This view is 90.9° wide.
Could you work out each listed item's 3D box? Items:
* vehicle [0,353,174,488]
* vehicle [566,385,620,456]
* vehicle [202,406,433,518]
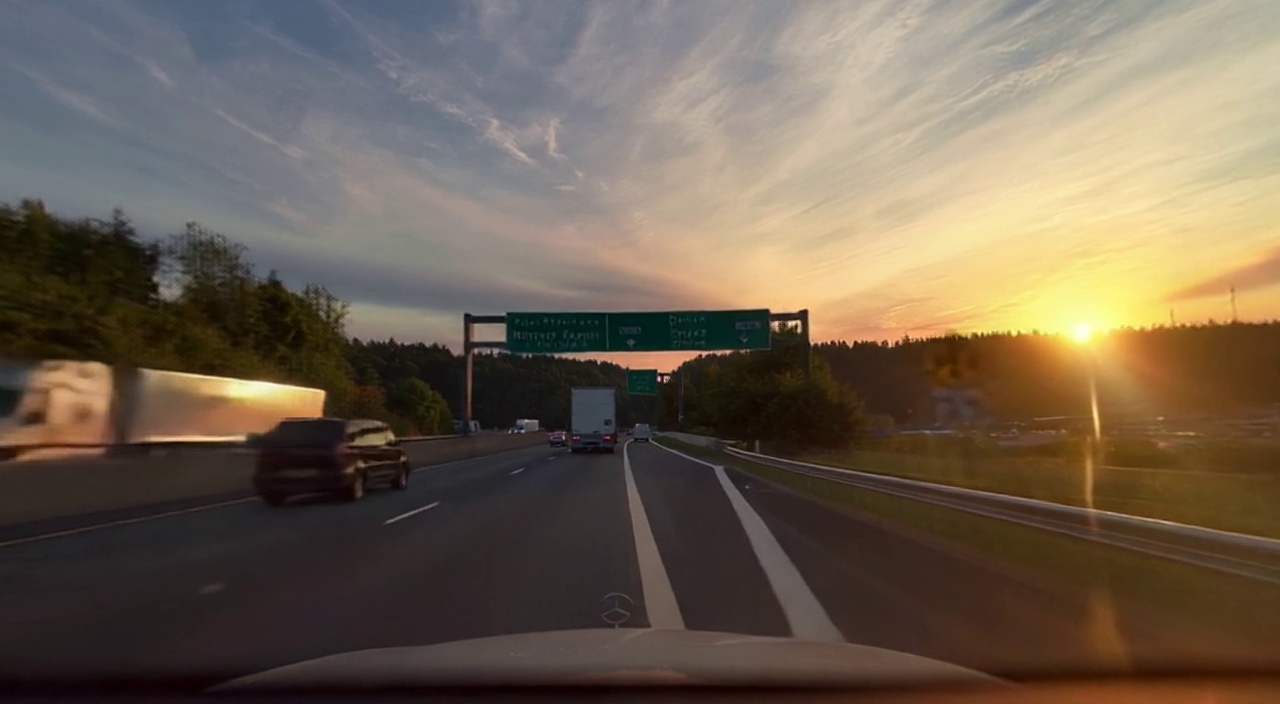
[{"bbox_3d":[-19.357,2.360,21.130,2.953,3.896,5.885,0,-8,-3],"label":"vehicle"},{"bbox_3d":[-2.637,4.216,38.129,2.855,3.741,8.587,1,-7,-2],"label":"vehicle"},{"bbox_3d":[-5.489,1.920,11.543,2.068,1.647,4.321,0,-8,-2],"label":"vehicle"}]
